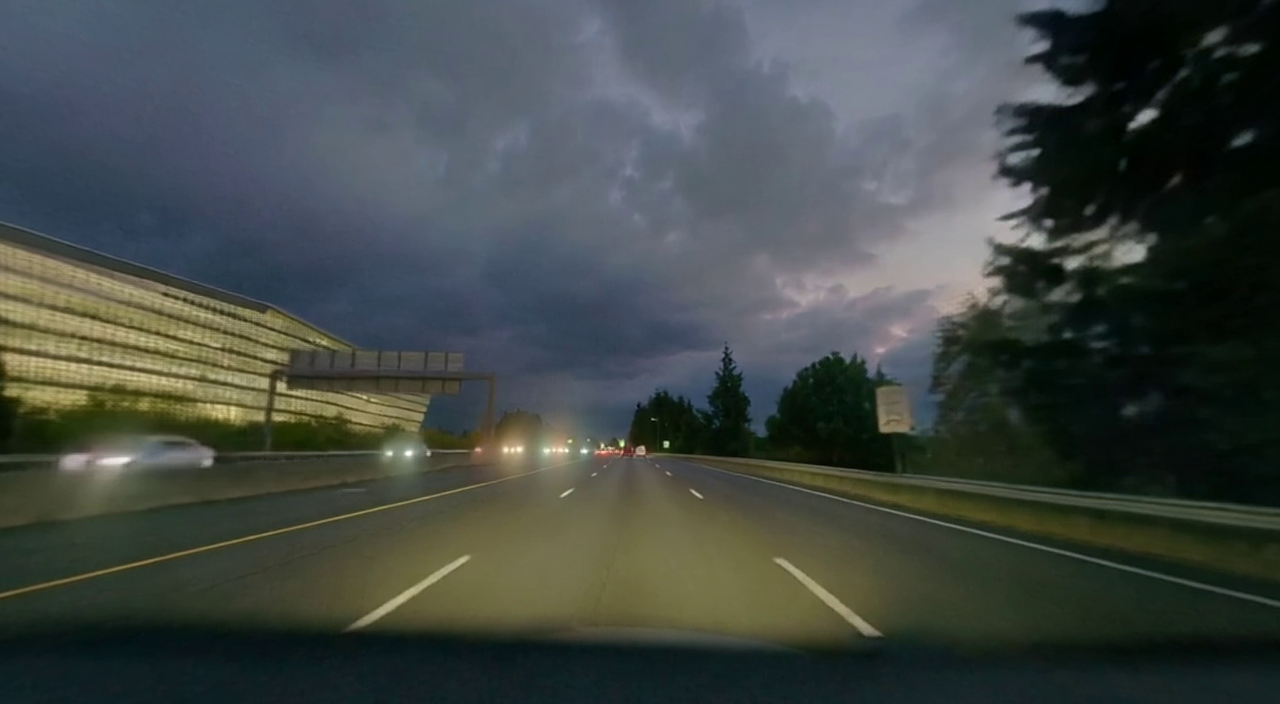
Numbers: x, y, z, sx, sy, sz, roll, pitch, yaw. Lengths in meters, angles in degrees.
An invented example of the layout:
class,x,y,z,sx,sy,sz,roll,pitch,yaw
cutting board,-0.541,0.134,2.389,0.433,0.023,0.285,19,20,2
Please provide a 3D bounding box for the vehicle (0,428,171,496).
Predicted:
class,x,y,z,sx,sy,sz,roll,pitch,yaw
vehicle,-14.663,2.752,16.068,1.842,1.473,4.625,0,-9,0

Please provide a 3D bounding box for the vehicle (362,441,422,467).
class,x,y,z,sx,sy,sz,roll,pitch,yaw
vehicle,-14.740,6.089,37.688,1.878,1.478,4.122,0,-9,0
